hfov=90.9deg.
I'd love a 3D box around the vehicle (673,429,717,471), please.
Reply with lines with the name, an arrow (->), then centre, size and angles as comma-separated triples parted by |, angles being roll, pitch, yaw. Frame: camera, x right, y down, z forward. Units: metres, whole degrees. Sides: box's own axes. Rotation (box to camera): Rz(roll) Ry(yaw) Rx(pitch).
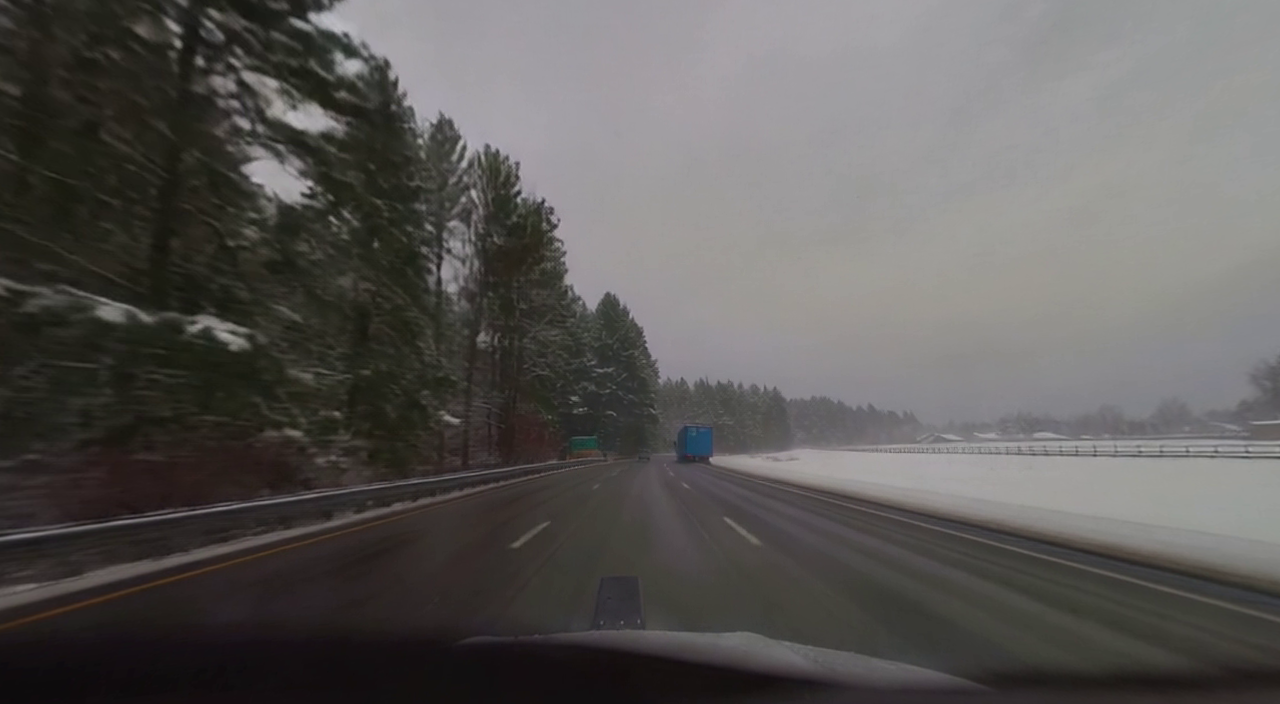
vehicle -> 3.908, 7.191, 46.166 | 2.572, 2.795, 5.978 | 0, -9, -1
